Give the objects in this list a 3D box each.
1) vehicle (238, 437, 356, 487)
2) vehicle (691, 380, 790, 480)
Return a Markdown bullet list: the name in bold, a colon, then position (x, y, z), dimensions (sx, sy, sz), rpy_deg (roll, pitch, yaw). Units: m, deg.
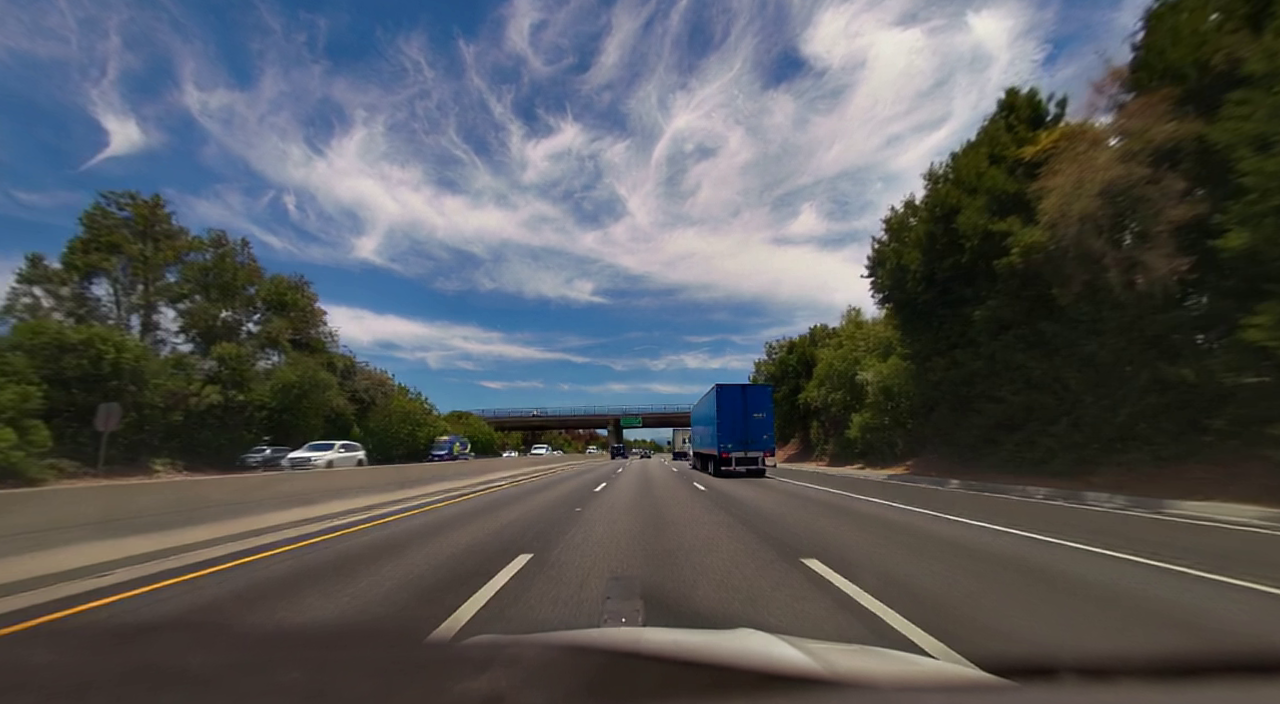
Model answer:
- **vehicle**: position (-14.005, 4.509, 26.130), dimensions (2.197, 1.839, 4.747), rpy_deg (0, -9, 0)
- **vehicle**: position (4.639, 4.257, 32.632), dimensions (2.825, 4.054, 14.210), rpy_deg (0, -9, 0)
